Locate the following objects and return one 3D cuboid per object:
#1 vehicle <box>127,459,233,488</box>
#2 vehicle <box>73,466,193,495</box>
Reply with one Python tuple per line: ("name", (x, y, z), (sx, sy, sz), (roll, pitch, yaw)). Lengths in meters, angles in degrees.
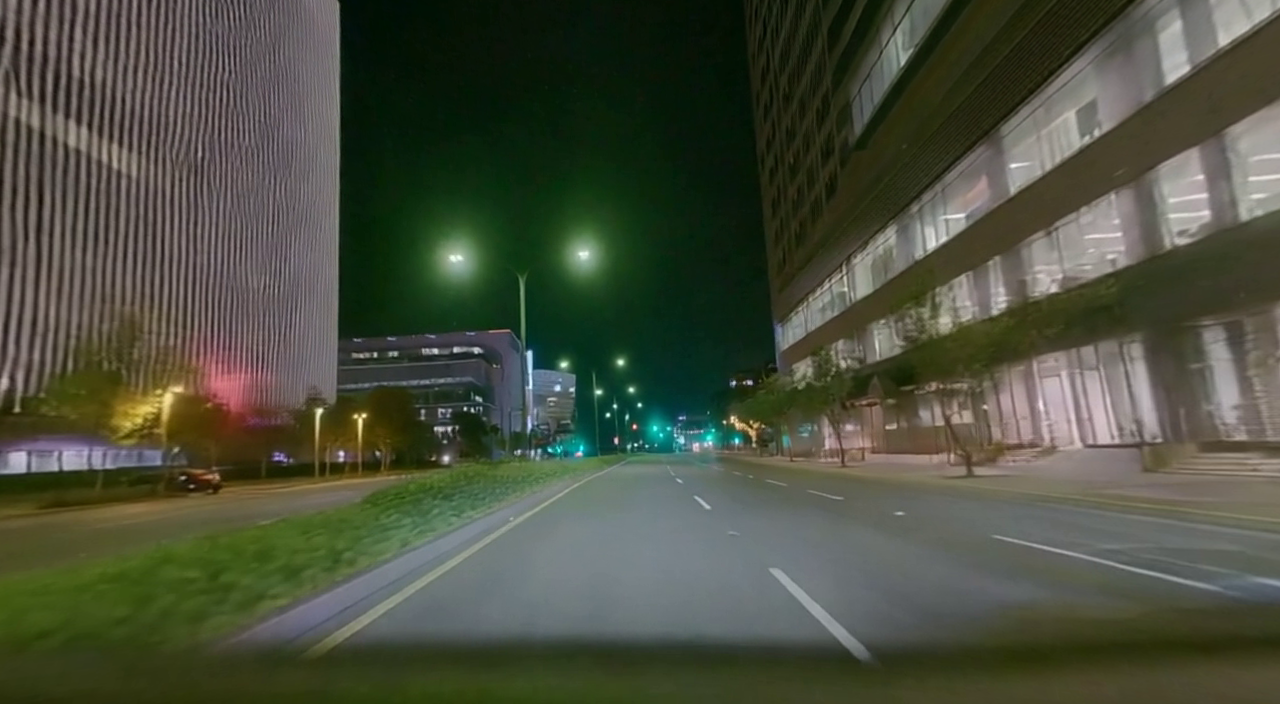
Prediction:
("vehicle", (-28.466, 7.503, 39.322), (4.954, 1.628, 2.012), (4, -9, -24))
("vehicle", (-28.321, 7.185, 35.513), (4.783, 1.398, 1.951), (3, -9, -21))
